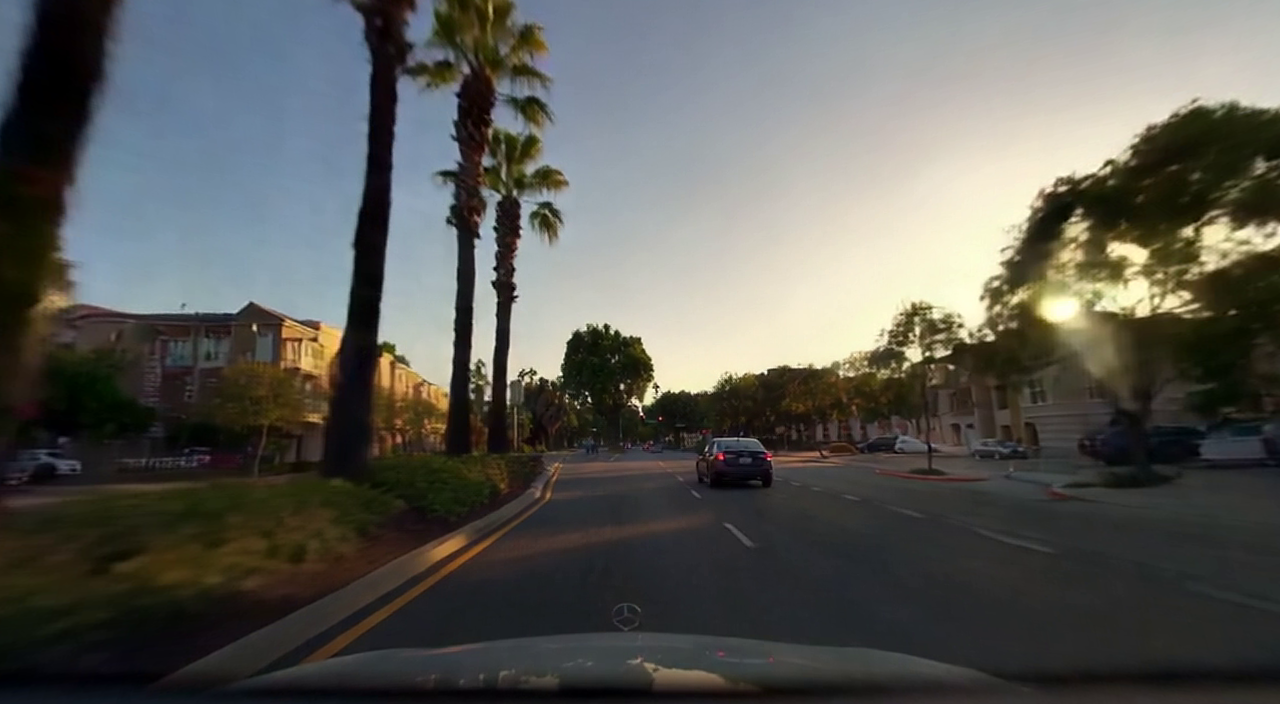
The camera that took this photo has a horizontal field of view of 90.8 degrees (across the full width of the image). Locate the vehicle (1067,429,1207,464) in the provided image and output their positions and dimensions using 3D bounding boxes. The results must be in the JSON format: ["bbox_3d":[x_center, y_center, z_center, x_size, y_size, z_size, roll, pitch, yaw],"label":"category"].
[{"bbox_3d":[22.480,4.277,28.692,4.633,1.518,2.008,0,-8,-1],"label":"vehicle"}]

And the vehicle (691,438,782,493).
[{"bbox_3d":[2.768,3.369,19.179,1.964,1.448,4.295,0,-8,-2],"label":"vehicle"}]

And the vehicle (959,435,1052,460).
[{"bbox_3d":[22.148,5.778,38.366,4.472,1.451,1.842,0,-8,-1],"label":"vehicle"}]

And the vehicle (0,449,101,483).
[{"bbox_3d":[-30.759,5.767,32.390,1.933,1.586,4.594,-1,-8,4],"label":"vehicle"}]
